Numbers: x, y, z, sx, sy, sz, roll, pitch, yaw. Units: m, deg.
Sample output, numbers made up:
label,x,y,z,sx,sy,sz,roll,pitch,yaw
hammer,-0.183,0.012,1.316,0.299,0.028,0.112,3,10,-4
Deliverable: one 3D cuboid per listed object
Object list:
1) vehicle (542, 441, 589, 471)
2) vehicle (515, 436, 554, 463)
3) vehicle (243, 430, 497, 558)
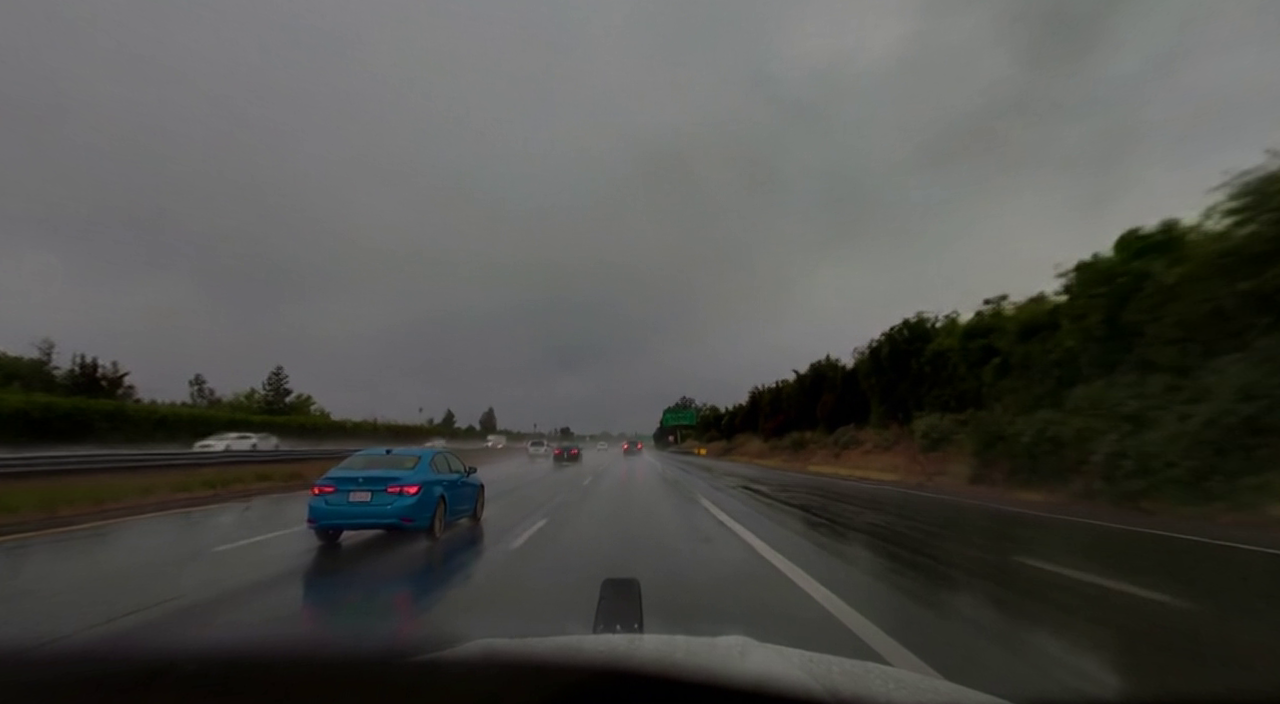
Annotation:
label,x,y,z,sx,sy,sz,roll,pitch,yaw
vehicle,-4.035,5.715,34.960,2.068,1.501,4.395,0,-8,-1
vehicle,-8.001,7.418,48.186,2.171,1.982,5.246,0,-8,-1
vehicle,-3.719,2.021,9.801,2.025,1.506,4.429,0,-8,-1
